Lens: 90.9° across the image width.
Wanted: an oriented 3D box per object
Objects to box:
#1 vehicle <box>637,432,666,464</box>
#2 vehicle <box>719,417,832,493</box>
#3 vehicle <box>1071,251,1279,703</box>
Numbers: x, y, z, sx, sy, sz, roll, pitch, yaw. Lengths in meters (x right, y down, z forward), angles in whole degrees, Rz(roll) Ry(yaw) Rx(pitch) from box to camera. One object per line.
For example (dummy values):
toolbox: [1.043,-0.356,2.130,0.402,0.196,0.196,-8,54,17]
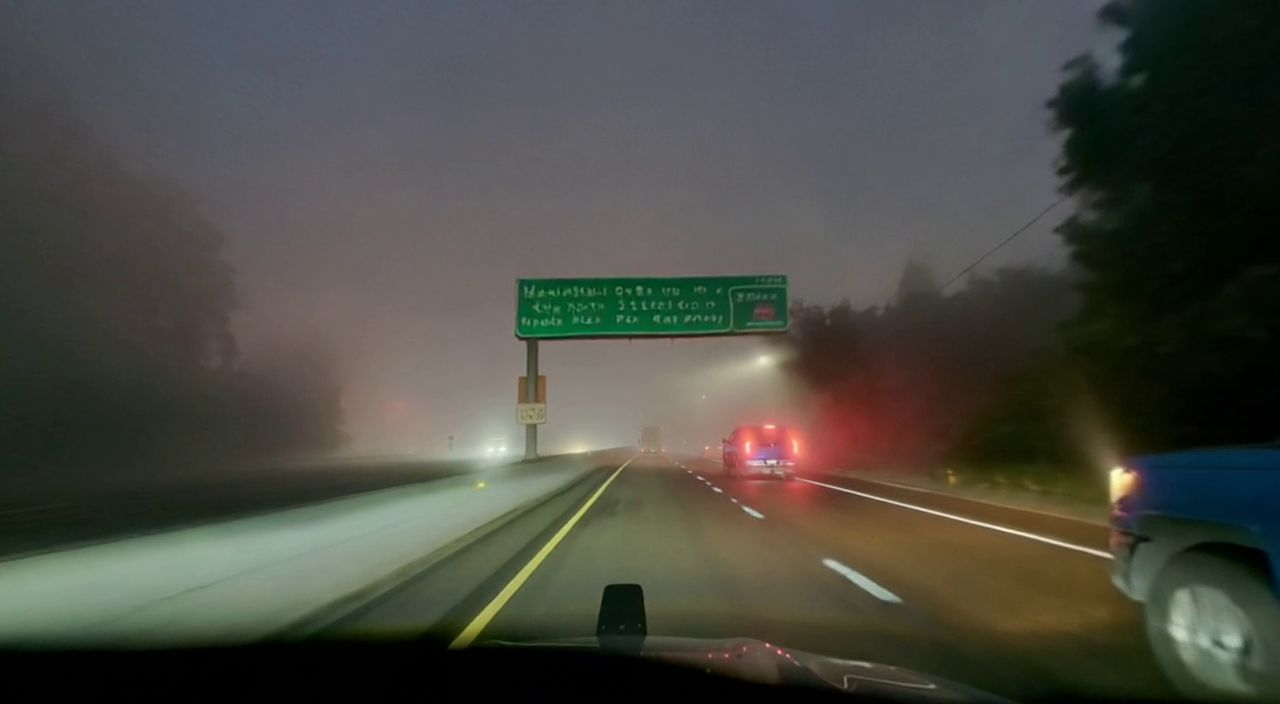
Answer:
vehicle: [0.890,7.404,48.665,2.099,2.260,4.899,-1,-9,0]
vehicle: [4.276,3.416,21.155,2.594,2.155,5.670,-1,-9,1]
vehicle: [3.535,0.424,0.971,2.145,2.069,5.057,-1,-9,1]
